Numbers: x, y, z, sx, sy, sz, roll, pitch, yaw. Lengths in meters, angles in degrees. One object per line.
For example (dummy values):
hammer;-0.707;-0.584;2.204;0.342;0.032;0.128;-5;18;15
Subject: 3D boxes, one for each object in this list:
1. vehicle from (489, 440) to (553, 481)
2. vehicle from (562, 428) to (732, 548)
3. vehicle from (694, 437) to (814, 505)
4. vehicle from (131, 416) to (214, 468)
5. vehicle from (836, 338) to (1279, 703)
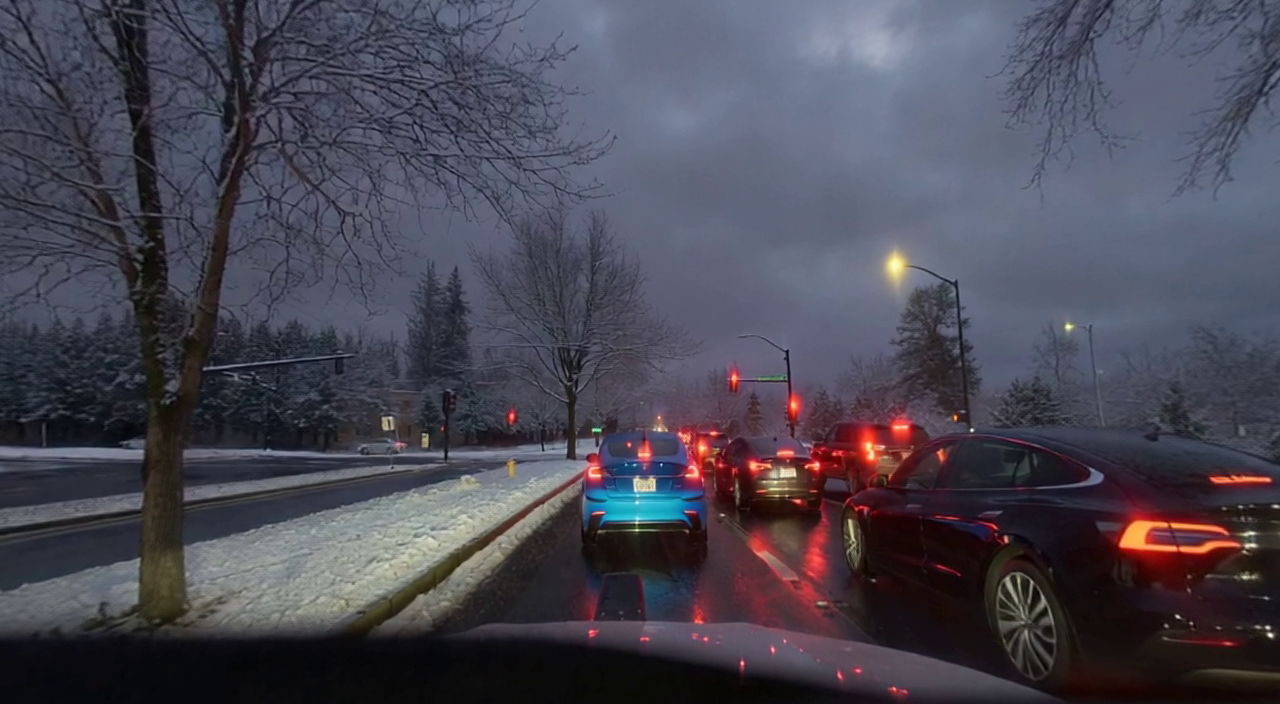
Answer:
vehicle;-4.644;4.283;25.256;1.972;1.457;4.171;0;-8;-4
vehicle;0.027;2.038;10.174;2.147;1.499;4.240;0;-8;-2
vehicle;2.687;2.924;16.027;2.058;1.466;4.208;0;-8;-3
vehicle;-29.265;5.647;39.696;2.608;2.990;3.026;2;-8;1
vehicle;3.177;1.106;4.298;2.167;1.676;4.443;0;-8;-1
